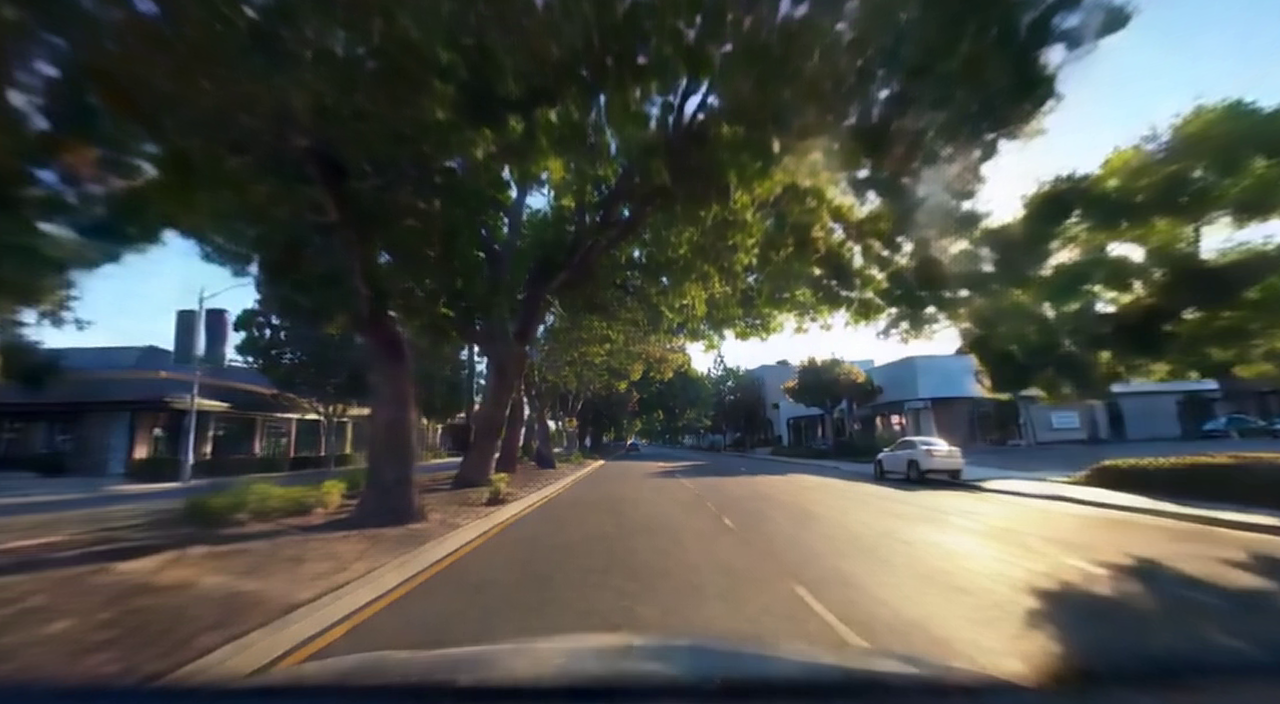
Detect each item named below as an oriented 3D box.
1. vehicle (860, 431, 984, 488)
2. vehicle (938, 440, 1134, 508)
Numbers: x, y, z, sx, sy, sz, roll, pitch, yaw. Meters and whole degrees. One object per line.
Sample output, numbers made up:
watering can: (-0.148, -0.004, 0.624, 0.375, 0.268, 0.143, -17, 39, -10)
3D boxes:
vehicle: (9.694, 3.729, 22.212, 2.159, 1.767, 4.617, 0, -8, 0)
vehicle: (9.854, 3.038, 16.327, 1.885, 1.461, 4.751, 0, -8, -2)
